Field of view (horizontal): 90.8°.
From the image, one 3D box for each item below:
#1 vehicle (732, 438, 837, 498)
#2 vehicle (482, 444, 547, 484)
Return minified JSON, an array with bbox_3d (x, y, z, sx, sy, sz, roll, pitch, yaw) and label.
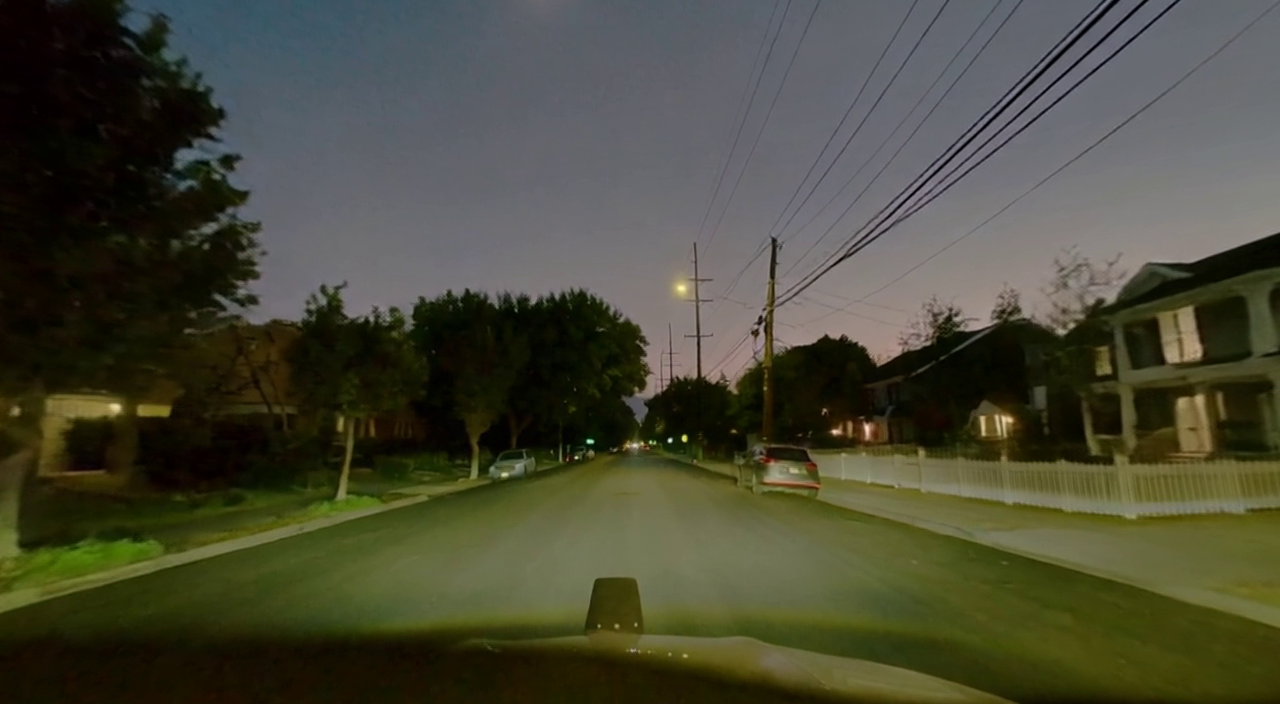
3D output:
[{"bbox_3d":[4.150,3.403,18.829,2.020,1.558,3.925,1,-9,-3],"label":"vehicle"},{"bbox_3d":[-5.827,5.208,29.912,1.954,1.551,5.128,-3,-7,1],"label":"vehicle"}]
